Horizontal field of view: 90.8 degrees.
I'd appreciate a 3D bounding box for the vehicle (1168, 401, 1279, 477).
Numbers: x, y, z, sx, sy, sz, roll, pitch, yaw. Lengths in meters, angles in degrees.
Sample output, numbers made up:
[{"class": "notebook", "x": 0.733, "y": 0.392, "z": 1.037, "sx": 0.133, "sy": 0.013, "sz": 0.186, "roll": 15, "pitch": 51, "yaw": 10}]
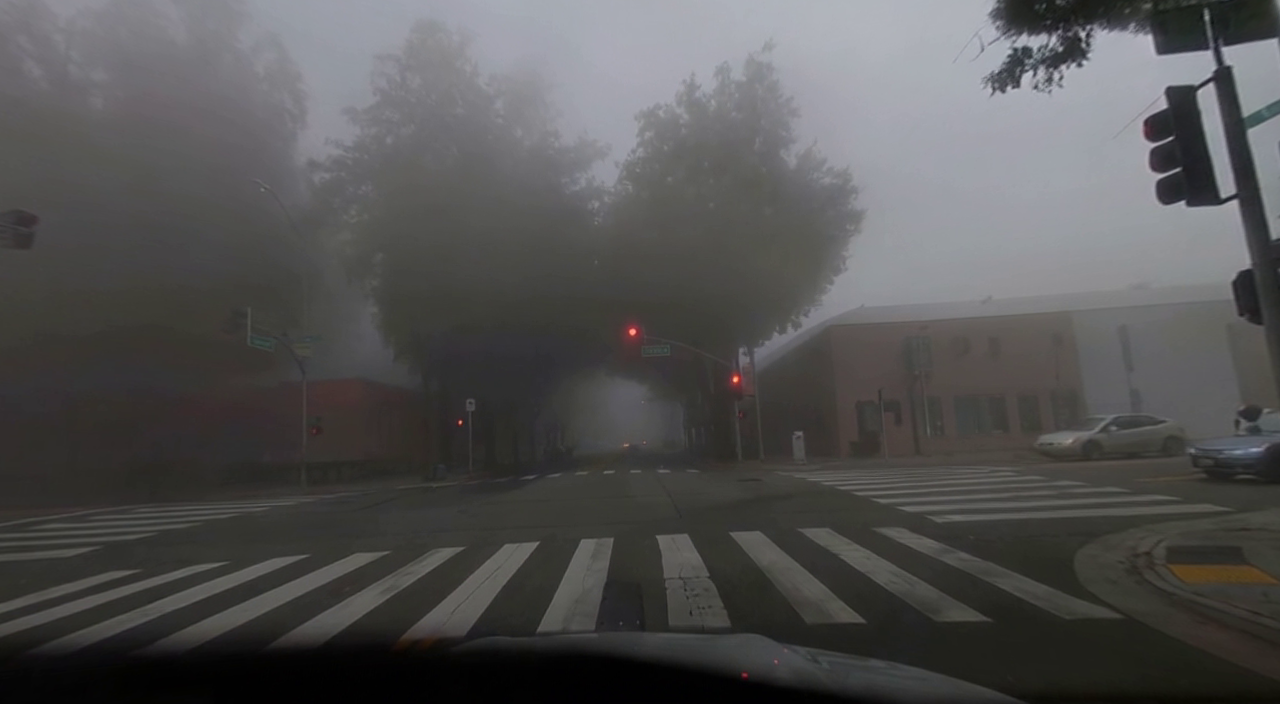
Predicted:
[{"class": "vehicle", "x": 14.438, "y": 1.855, "z": 13.450, "sx": 4.632, "sy": 1.484, "sz": 1.907, "roll": 0, "pitch": -8, "yaw": -1}]
